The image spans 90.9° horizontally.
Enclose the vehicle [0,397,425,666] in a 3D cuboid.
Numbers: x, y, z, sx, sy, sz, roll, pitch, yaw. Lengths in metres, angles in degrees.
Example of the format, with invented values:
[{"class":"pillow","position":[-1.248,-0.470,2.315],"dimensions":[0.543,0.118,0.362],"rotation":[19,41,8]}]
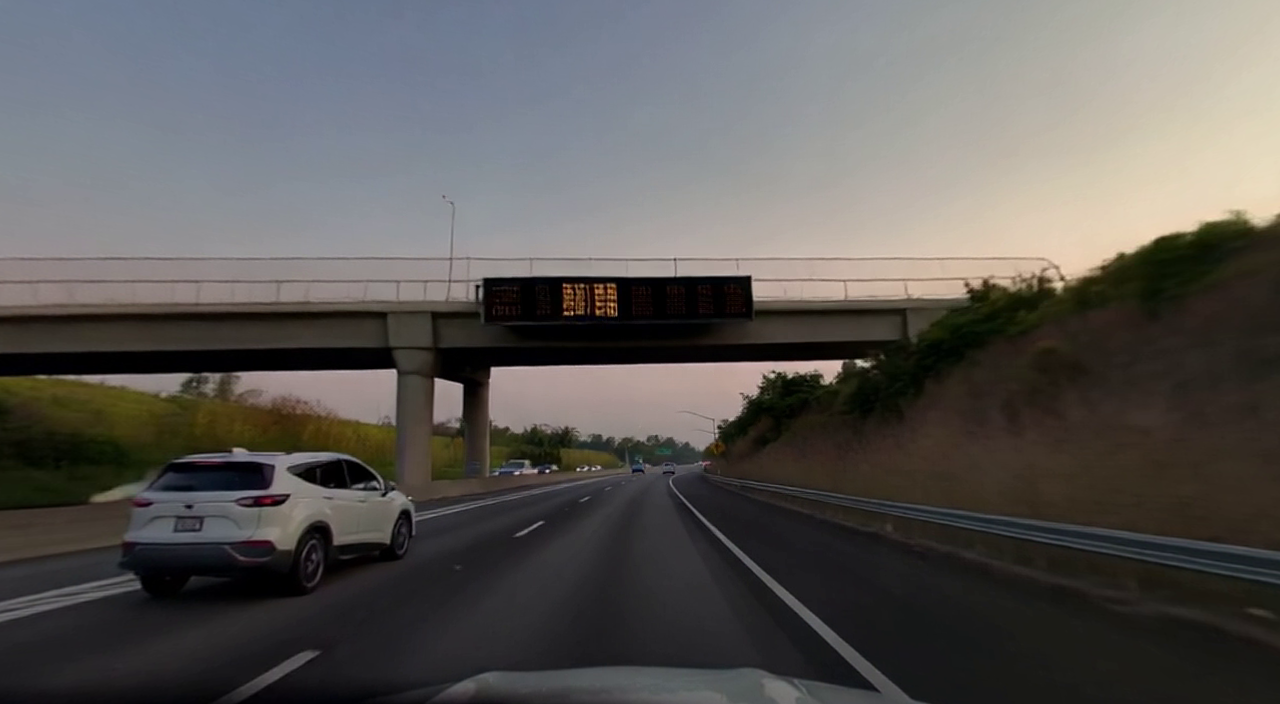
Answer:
[{"class":"vehicle","position":[-4.127,1.572,6.464],"dimensions":[2.141,1.697,4.641],"rotation":[1,-10,0]}]
